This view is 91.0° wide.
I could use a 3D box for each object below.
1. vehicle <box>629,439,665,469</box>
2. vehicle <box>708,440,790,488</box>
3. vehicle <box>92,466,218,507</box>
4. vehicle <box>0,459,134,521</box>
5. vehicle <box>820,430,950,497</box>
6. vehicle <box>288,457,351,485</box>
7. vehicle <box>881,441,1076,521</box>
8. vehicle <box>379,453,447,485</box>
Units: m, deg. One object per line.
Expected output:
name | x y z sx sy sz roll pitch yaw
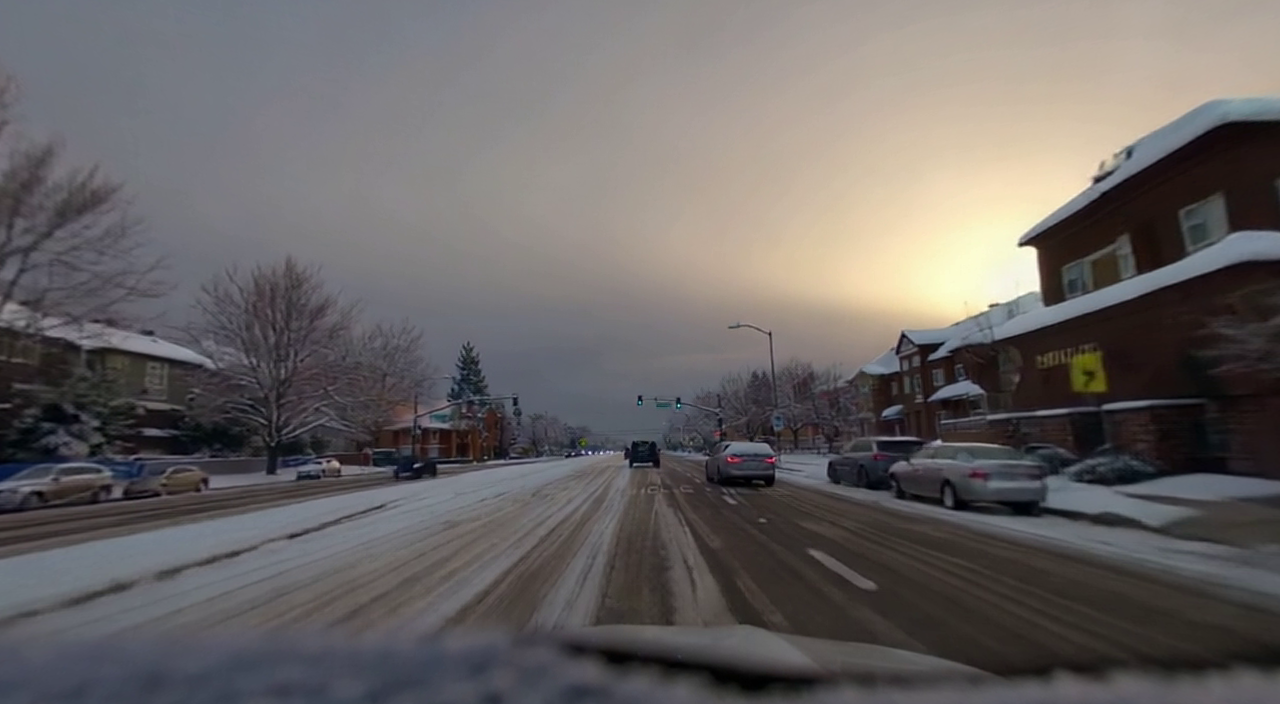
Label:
vehicle | 0.413 6.788 42.045 2.239 1.856 4.815 -1 -9 0
vehicle | 3.854 4.034 23.007 2.178 1.546 4.311 0 -9 0
vehicle | -22.038 6.115 28.924 1.930 1.542 4.817 -1 -9 0
vehicle | -21.988 4.981 23.218 2.142 1.900 5.489 0 -9 -1
vehicle | 7.449 3.439 19.839 2.128 1.804 4.825 0 -9 0
vehicle | -22.038 8.191 43.522 1.915 1.686 4.422 -1 -9 2
vehicle | 7.256 2.777 14.157 1.928 1.480 4.464 -1 -9 1
vehicle | -12.047 6.228 33.721 1.988 1.508 4.650 0 -9 -1
